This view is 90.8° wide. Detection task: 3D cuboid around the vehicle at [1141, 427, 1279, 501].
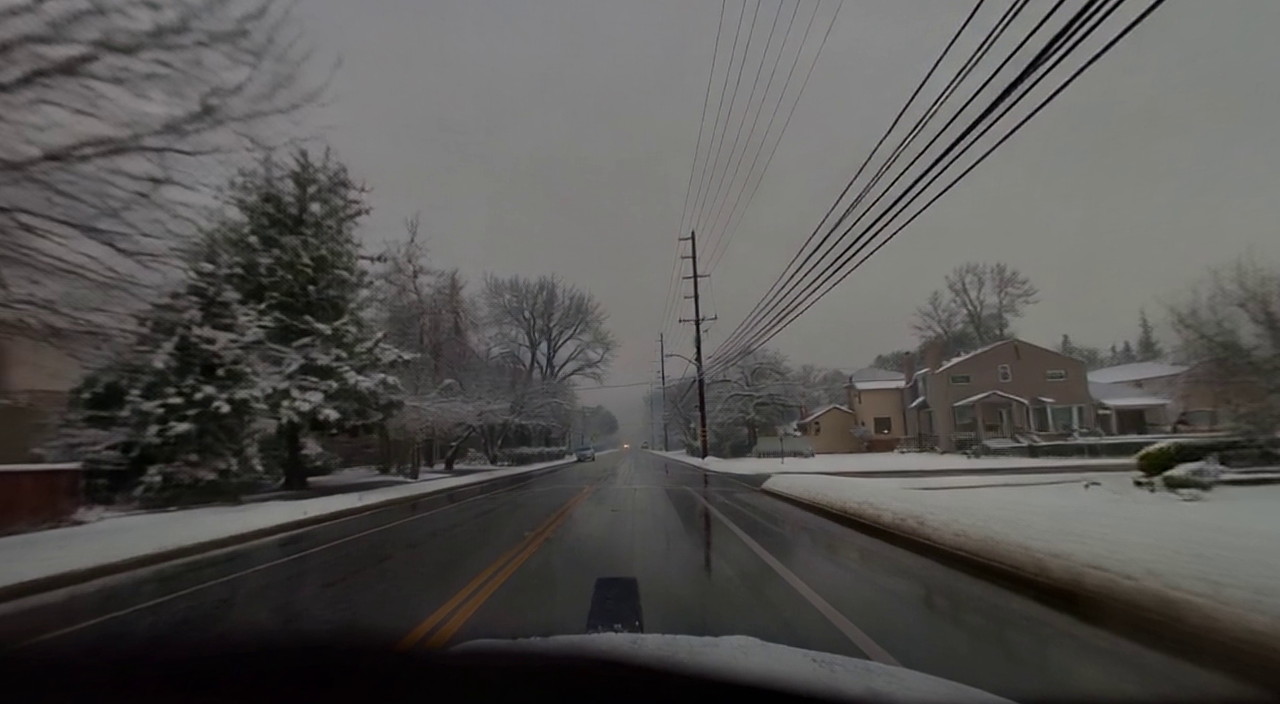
[{"bbox_3d":[15.049,2.586,15.081,4.376,1.488,1.962,-4,-9,0],"label":"vehicle"}]
